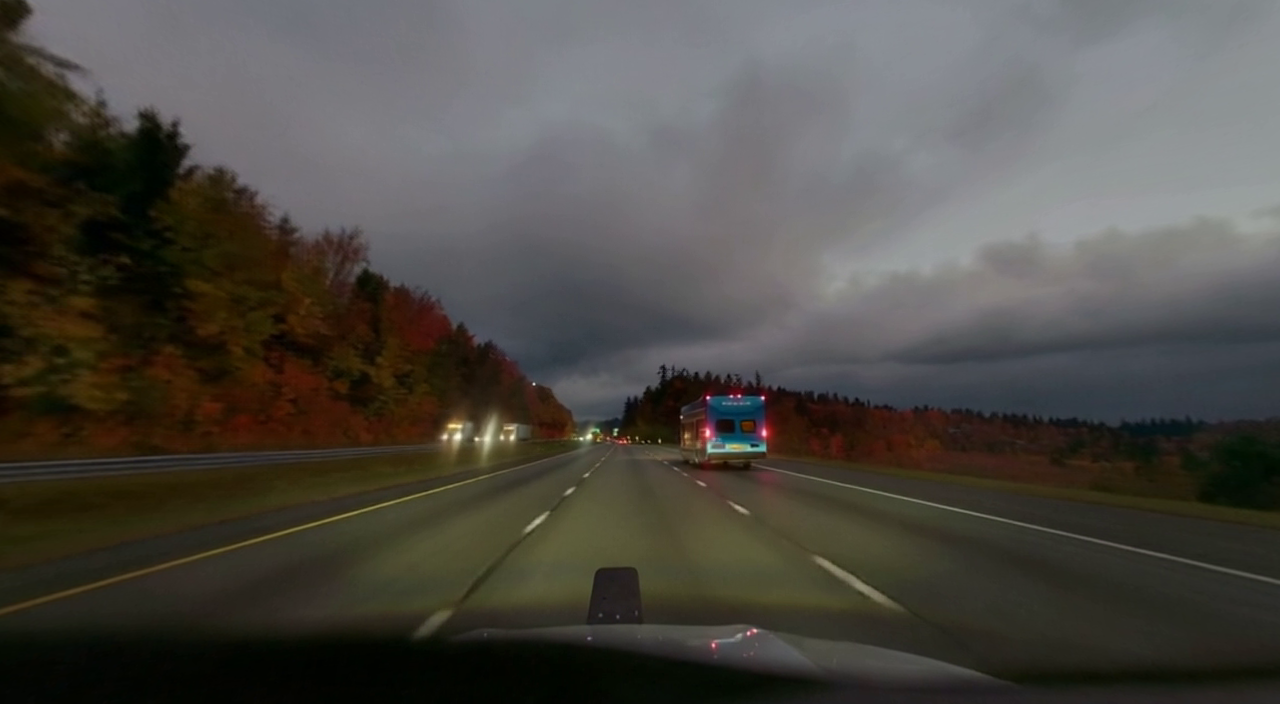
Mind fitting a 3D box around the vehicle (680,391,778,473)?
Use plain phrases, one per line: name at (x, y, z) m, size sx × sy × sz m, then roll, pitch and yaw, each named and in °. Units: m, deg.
vehicle at (3.353, 3.277, 25.714) m, size 2.815 × 2.876 × 7.101 m, roll 0°, pitch -8°, yaw -1°
